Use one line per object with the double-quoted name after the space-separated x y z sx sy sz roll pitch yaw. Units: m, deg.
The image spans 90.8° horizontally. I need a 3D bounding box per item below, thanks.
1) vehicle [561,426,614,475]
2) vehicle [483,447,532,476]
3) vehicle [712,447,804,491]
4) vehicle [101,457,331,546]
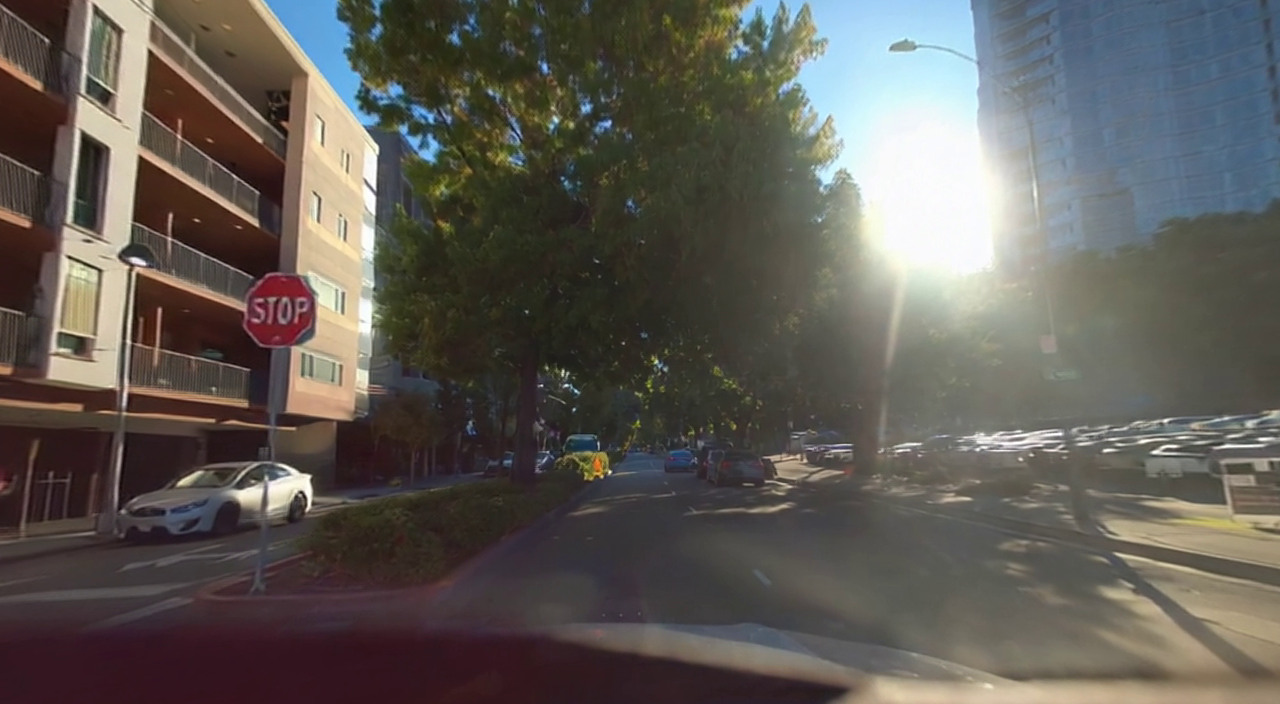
-2.984 5.806 37.425 2.317 2.596 6.053 0 -8 2 "vehicle"
-8.867 7.353 42.593 2.256 1.802 4.333 0 -8 1 "vehicle"
4.584 4.393 24.108 1.858 1.491 4.329 -6 -10 33 "vehicle"
-8.765 3.081 13.673 2.007 1.503 4.343 0 -8 -1 "vehicle"
